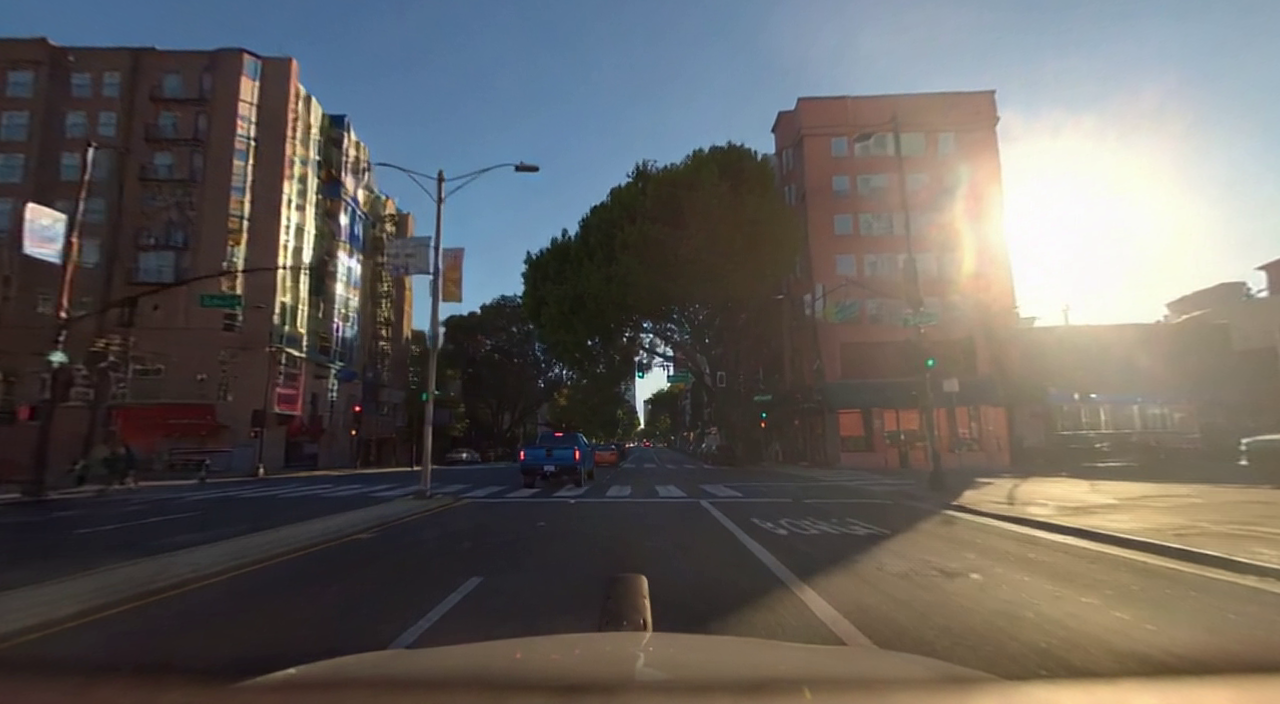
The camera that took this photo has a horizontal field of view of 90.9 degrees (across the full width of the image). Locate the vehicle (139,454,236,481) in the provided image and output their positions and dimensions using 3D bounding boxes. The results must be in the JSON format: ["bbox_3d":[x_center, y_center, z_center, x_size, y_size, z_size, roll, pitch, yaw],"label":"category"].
[{"bbox_3d":[-24.403,6.218,34.086,3.897,1.388,1.671,0,-8,-1],"label":"vehicle"}]

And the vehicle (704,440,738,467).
[{"bbox_3d":[6.015,7.564,47.167,2.001,1.861,4.536,0,-9,1],"label":"vehicle"}]

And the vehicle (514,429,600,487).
[{"bbox_3d":[-2.727,3.677,22.187,2.197,1.786,5.365,0,-9,1],"label":"vehicle"}]

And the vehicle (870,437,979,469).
[{"bbox_3d":[13.990,4.997,31.210,4.447,1.484,1.928,0,-9,2],"label":"vehicle"}]
